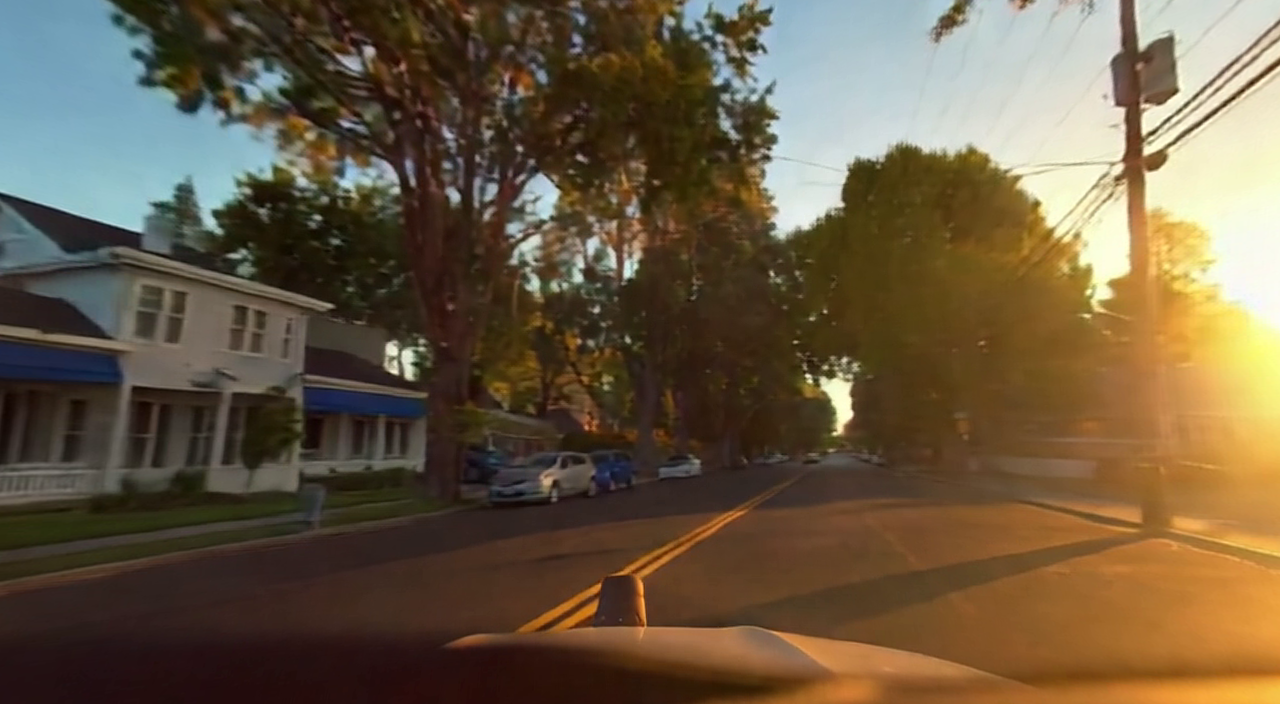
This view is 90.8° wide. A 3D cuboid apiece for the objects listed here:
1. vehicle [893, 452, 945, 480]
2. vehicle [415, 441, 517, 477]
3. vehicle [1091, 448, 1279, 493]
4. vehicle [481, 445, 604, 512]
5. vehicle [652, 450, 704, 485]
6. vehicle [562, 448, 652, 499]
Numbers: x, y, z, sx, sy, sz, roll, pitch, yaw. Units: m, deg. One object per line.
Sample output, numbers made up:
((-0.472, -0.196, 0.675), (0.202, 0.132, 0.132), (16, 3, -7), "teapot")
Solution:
((16.789, 6.861, 38.194), (2.052, 1.476, 4.438), (-4, -9, 14), "vehicle")
((-8.785, 5.410, 32.103), (4.492, 1.725, 2.033), (-2, -9, 14), "vehicle")
((19.777, 4.272, 23.193), (4.716, 1.480, 2.023), (-3, -9, 19), "vehicle")
((-2.840, 3.813, 19.657), (1.975, 1.775, 4.509), (-2, -9, 17), "vehicle")
((2.203, 6.403, 35.473), (1.970, 1.785, 4.274), (-2, -9, 16), "vehicle")
((-1.156, 4.625, 24.544), (1.913, 1.723, 4.318), (-3, -9, 20), "vehicle")
